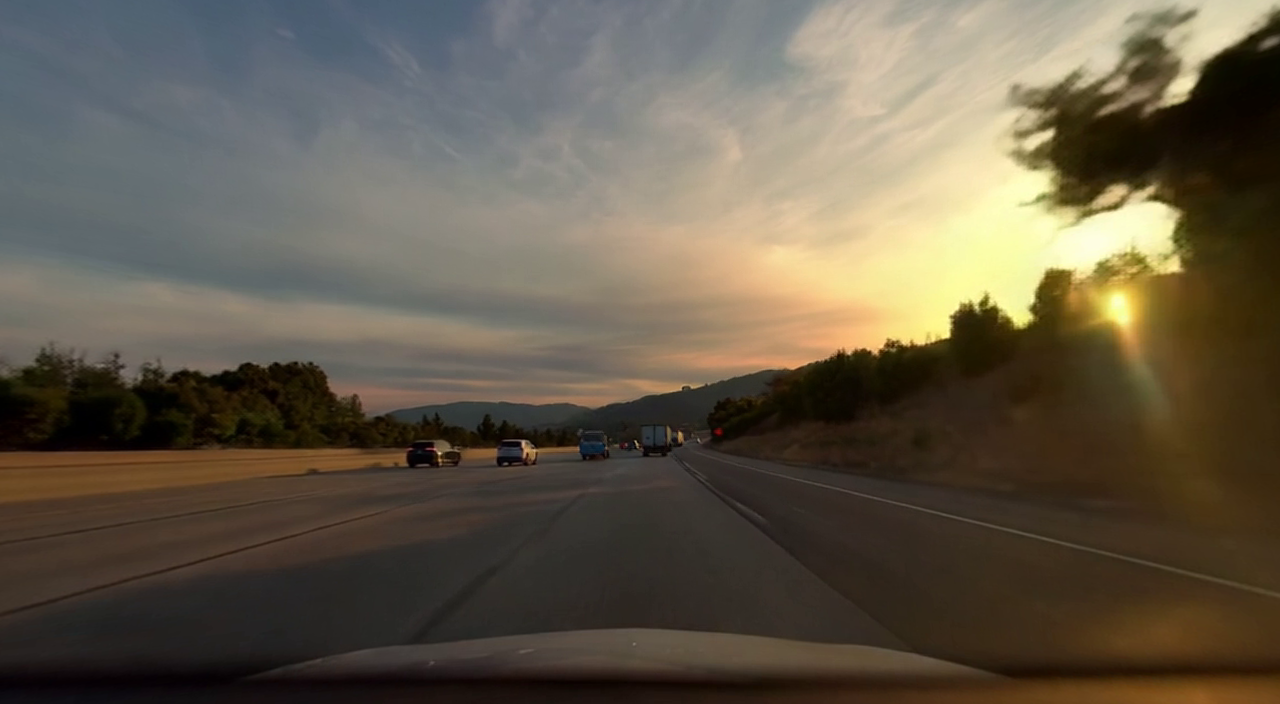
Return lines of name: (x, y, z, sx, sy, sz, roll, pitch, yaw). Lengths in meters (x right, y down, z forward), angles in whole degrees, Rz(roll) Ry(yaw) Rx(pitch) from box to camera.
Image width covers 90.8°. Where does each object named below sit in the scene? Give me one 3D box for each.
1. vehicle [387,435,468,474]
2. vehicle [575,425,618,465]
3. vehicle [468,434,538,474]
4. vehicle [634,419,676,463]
vehicle: (-10.373, 5.053, 31.338, 2.080, 1.777, 5.450, 0, -9, 1)
vehicle: (-2.909, 6.387, 43.256, 2.328, 2.519, 5.238, -1, -8, 3)
vehicle: (-6.659, 5.045, 31.426, 2.206, 1.838, 4.889, -1, -9, 2)
vehicle: (1.042, 6.324, 44.714, 2.768, 2.854, 6.757, 0, -8, 1)
